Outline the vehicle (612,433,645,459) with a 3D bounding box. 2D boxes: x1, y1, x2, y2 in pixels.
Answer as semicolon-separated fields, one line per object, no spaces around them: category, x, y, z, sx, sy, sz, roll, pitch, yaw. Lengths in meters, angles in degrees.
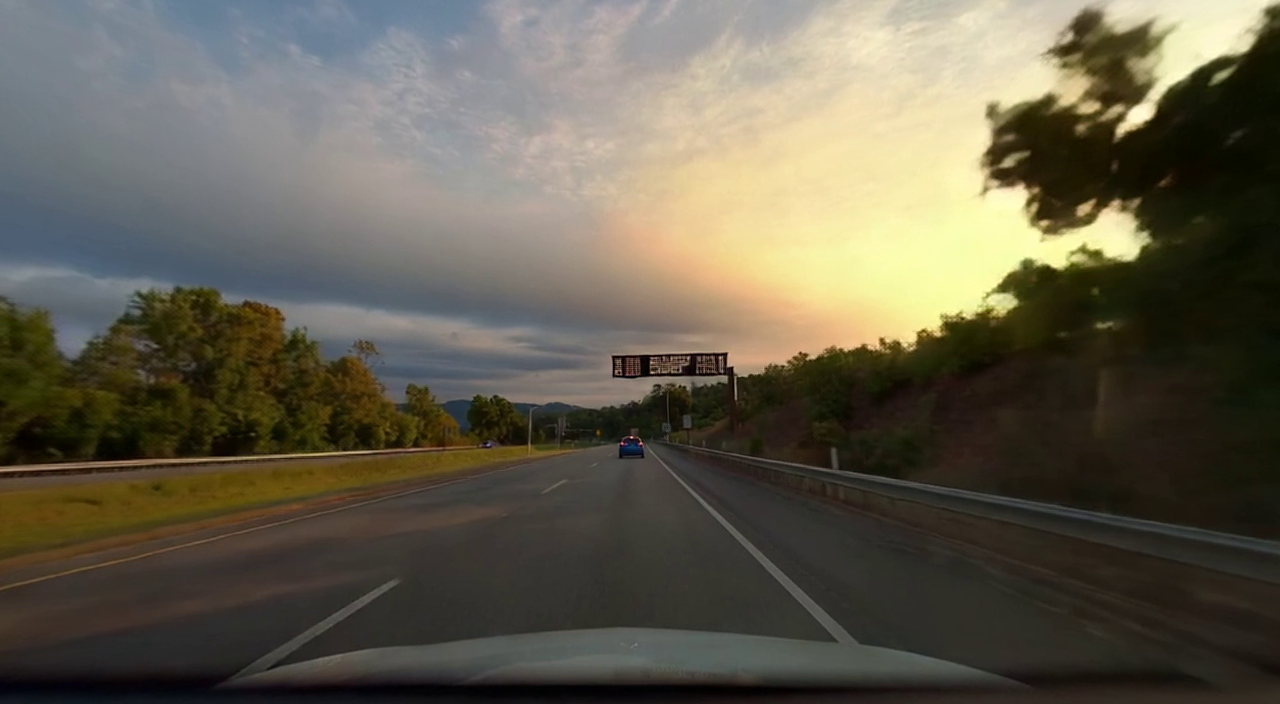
vehicle;-0.805;6.543;43.828;2.180;1.717;4.139;0;-8;-1
